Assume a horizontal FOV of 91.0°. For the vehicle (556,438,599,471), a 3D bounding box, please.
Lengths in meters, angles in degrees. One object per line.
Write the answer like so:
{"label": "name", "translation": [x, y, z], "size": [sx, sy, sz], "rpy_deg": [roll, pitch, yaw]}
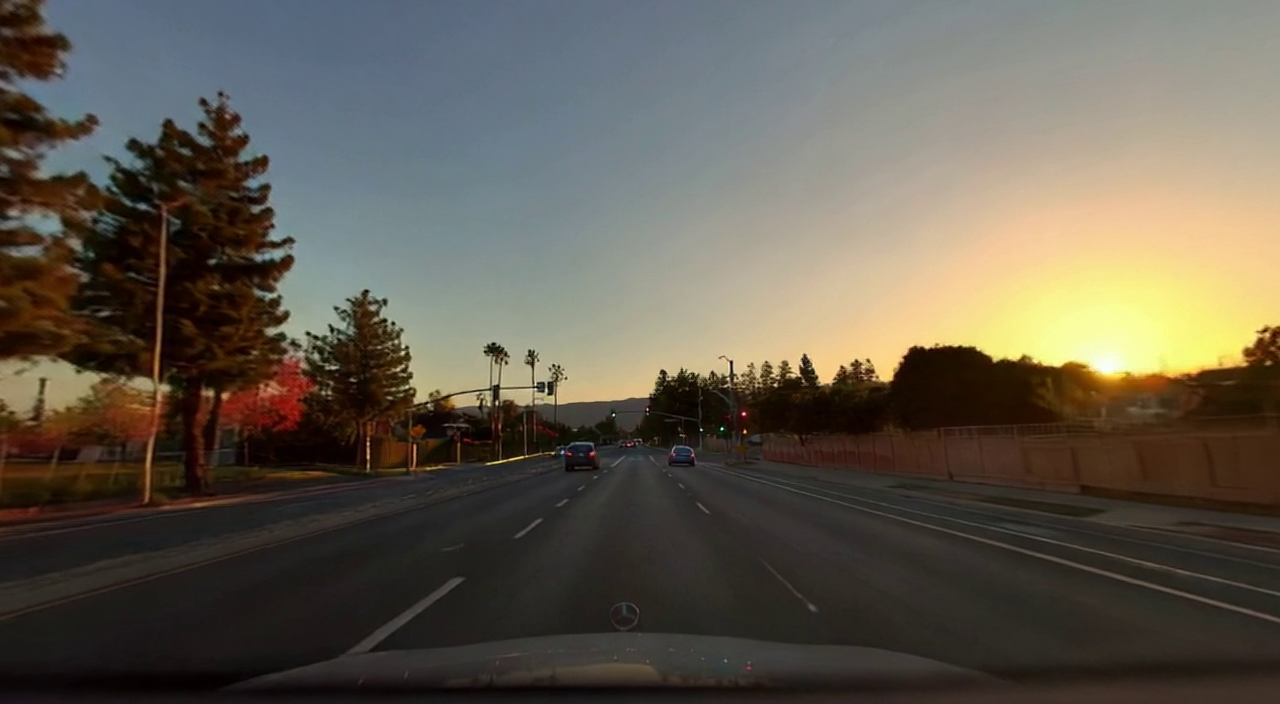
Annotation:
{"label": "vehicle", "translation": [-3.628, 6.075, 37.555], "size": [2.078, 1.832, 4.746], "rpy_deg": [0, -9, 0]}

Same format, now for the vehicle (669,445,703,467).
{"label": "vehicle", "translation": [3.274, 7.518, 45.819], "size": [2.105, 1.490, 4.008], "rpy_deg": [0, -9, -1]}
